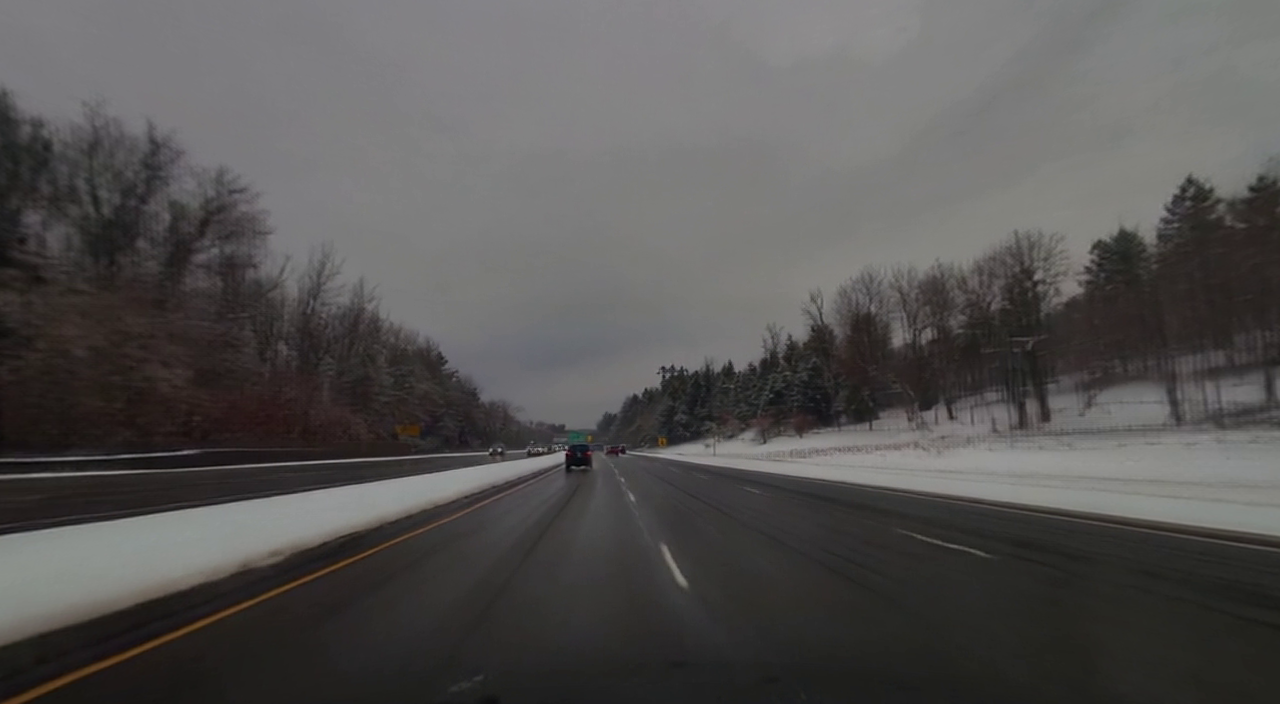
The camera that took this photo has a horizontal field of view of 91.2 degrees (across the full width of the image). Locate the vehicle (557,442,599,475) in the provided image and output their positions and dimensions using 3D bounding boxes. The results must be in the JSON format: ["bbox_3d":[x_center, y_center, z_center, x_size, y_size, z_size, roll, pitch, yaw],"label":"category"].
[{"bbox_3d":[-3.358,5.833,34.643,2.151,1.693,4.201,0,-9,-4],"label":"vehicle"}]
